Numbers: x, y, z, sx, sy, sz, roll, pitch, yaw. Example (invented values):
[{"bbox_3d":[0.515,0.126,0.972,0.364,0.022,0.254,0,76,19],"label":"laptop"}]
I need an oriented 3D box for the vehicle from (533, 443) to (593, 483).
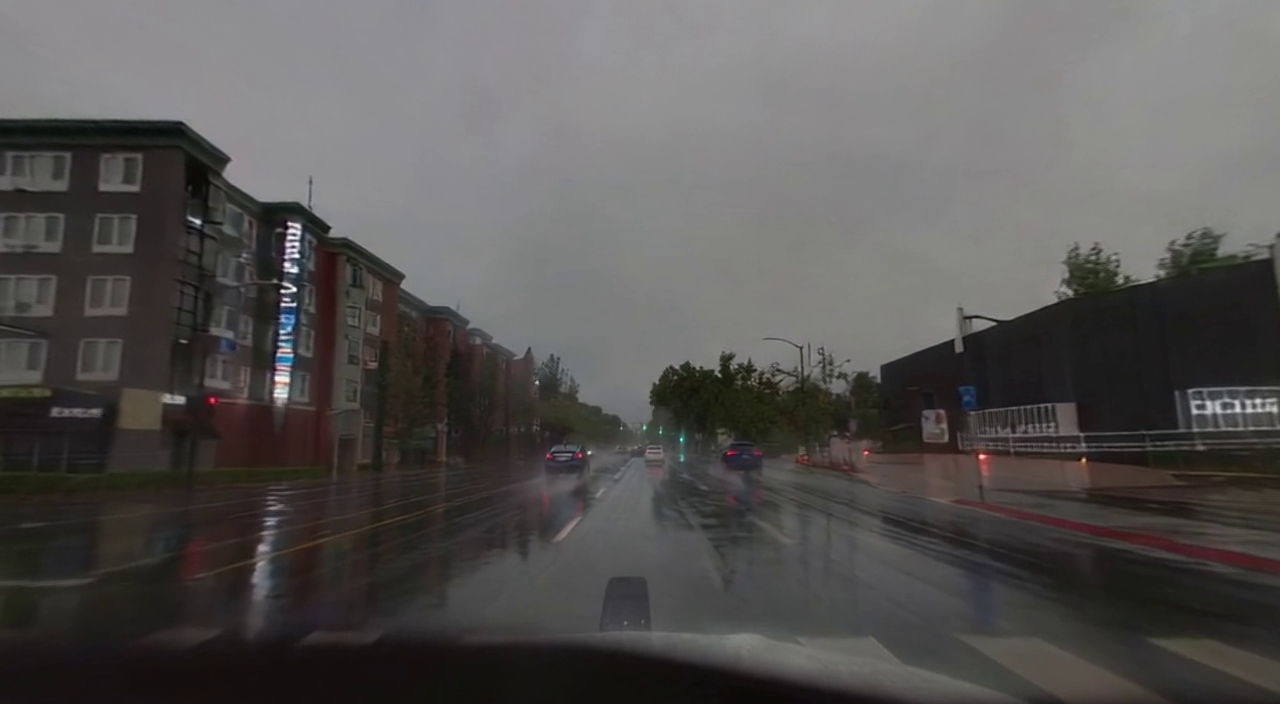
[{"bbox_3d":[-3.037,4.468,25.660,1.860,1.510,4.073,0,-9,1],"label":"vehicle"}]

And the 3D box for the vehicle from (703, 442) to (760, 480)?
[{"bbox_3d":[4.154,5.019,29.342,1.987,1.637,3.896,0,-9,-1],"label":"vehicle"}]

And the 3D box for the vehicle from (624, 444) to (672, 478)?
[{"bbox_3d":[0.323,5.097,29.686,2.103,1.468,4.094,0,-9,-1],"label":"vehicle"}]
